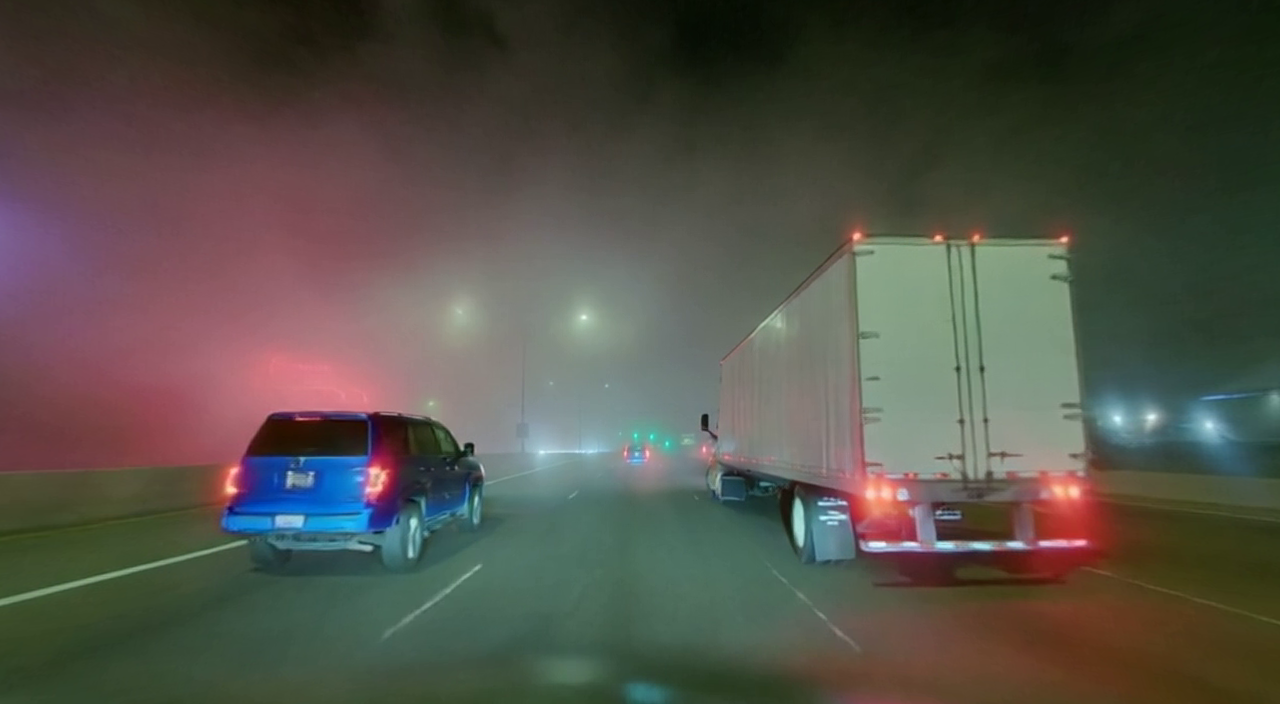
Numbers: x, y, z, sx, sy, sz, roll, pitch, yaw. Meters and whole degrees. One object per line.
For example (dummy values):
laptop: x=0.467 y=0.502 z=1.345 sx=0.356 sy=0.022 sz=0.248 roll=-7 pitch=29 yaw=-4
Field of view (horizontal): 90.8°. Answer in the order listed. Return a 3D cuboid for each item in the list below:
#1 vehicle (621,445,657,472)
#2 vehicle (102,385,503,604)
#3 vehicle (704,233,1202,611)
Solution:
vehicle: x=-0.072 y=5.953 z=35.590 sx=1.929 sy=1.395 sz=3.999 roll=0 pitch=-8 yaw=0
vehicle: x=-3.320 y=1.531 z=7.665 sx=2.229 sy=1.806 sz=4.698 roll=0 pitch=-8 yaw=0
vehicle: x=3.242 y=1.350 z=11.026 sx=2.934 sy=3.325 sz=10.986 roll=0 pitch=-8 yaw=-1
